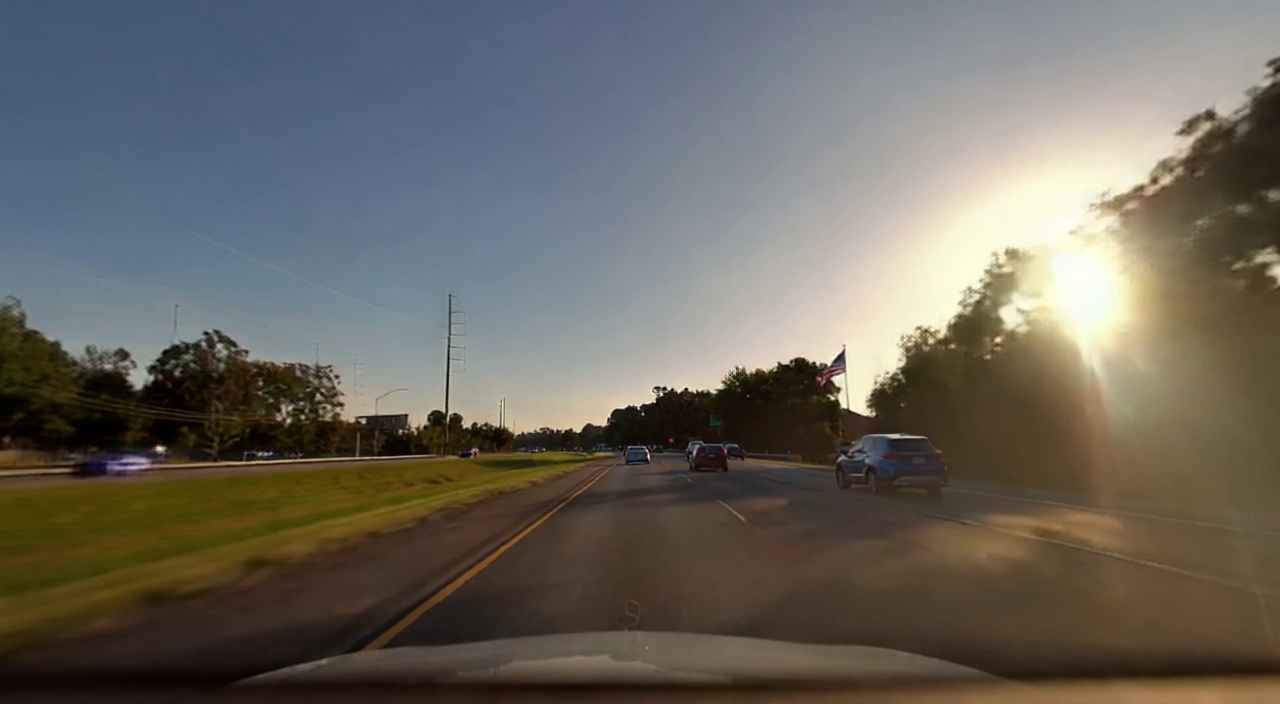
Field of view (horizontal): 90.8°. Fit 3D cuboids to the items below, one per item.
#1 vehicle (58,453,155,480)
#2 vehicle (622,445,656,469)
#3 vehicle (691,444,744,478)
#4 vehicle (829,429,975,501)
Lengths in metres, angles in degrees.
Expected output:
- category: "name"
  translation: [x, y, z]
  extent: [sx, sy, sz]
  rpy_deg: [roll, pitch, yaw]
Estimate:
- category: "vehicle"
  translation: [-32.581, 7.005, 38.798]
  extent: [1.860, 1.489, 4.676]
  rpy_deg: [0, -9, 0]
- category: "vehicle"
  translation: [-0.094, 6.755, 40.732]
  extent: [2.085, 1.449, 3.860]
  rpy_deg: [0, -9, 0]
- category: "vehicle"
  translation: [3.655, 5.222, 30.580]
  extent: [1.978, 1.488, 4.252]
  rpy_deg: [0, -9, -1]
- category: "vehicle"
  translation: [7.333, 3.208, 18.384]
  extent: [2.114, 1.800, 4.779]
  rpy_deg: [0, -9, -1]
